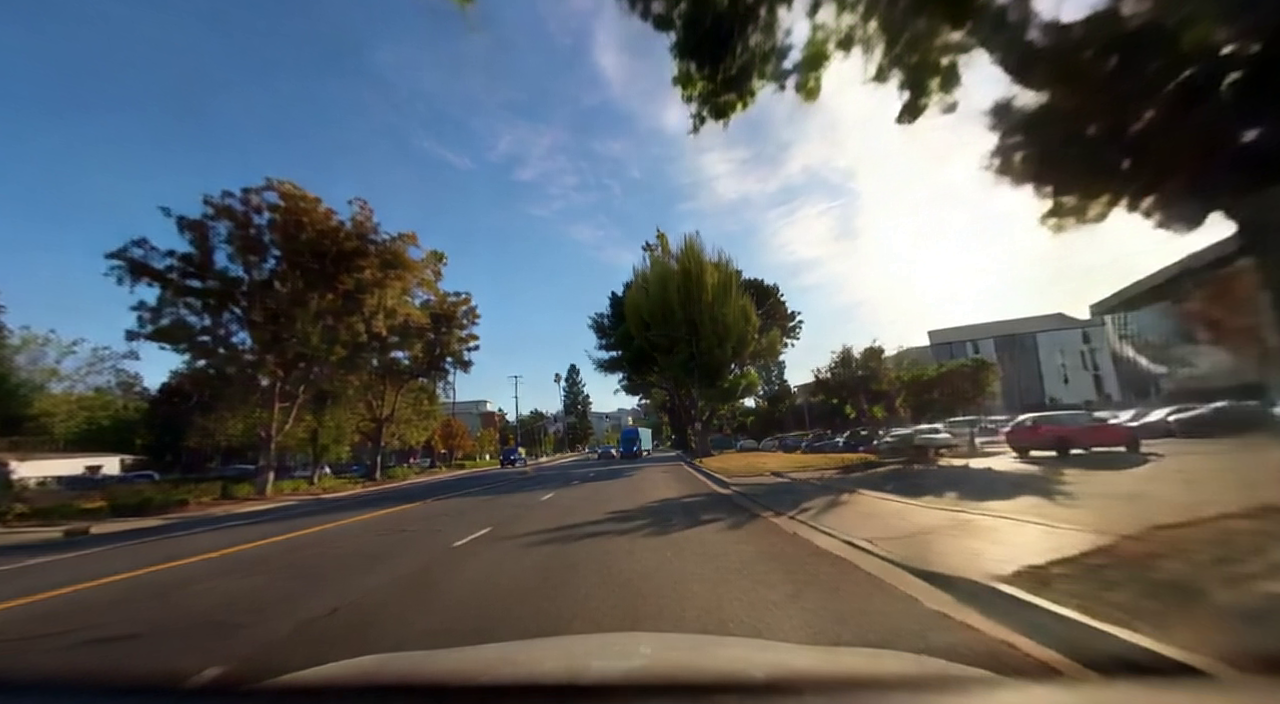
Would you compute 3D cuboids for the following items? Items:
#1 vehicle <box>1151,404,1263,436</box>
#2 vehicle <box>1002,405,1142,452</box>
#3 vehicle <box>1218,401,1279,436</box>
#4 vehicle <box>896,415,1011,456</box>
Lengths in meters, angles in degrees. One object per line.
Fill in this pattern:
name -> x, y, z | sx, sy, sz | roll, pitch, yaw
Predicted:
vehicle -> 29.131, 3.507, 32.402 | 4.332, 1.530, 2.019 | 1, -9, -13
vehicle -> 17.605, 3.156, 25.736 | 4.653, 1.782, 2.042 | 2, -9, -16
vehicle -> 30.049, 3.071, 29.733 | 4.128, 1.472, 1.897 | -1, -9, -14
vehicle -> 16.688, 4.469, 33.730 | 5.051, 2.038, 2.142 | 0, -9, -9
